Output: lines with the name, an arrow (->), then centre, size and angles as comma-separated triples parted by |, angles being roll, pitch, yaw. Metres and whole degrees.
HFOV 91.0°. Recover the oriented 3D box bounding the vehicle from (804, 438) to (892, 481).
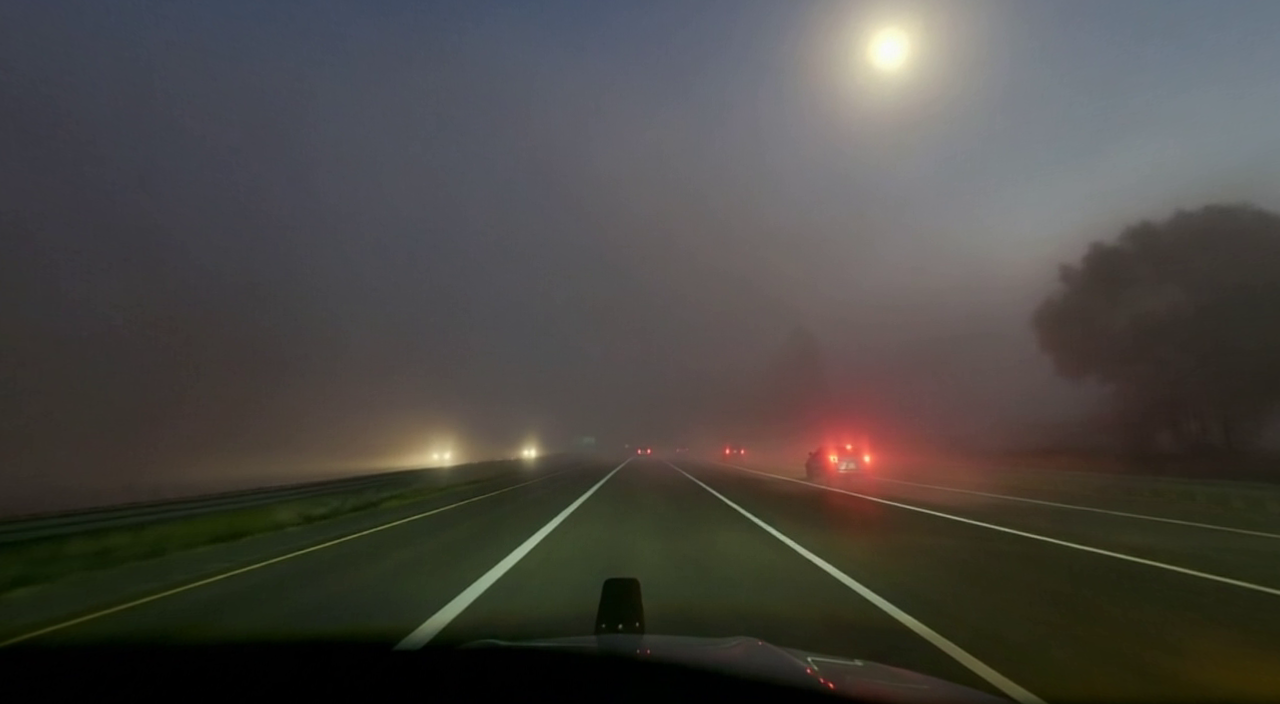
vehicle -> 8.172, 4.264, 25.204 | 1.989, 1.526, 4.443 | 0, -9, 0
